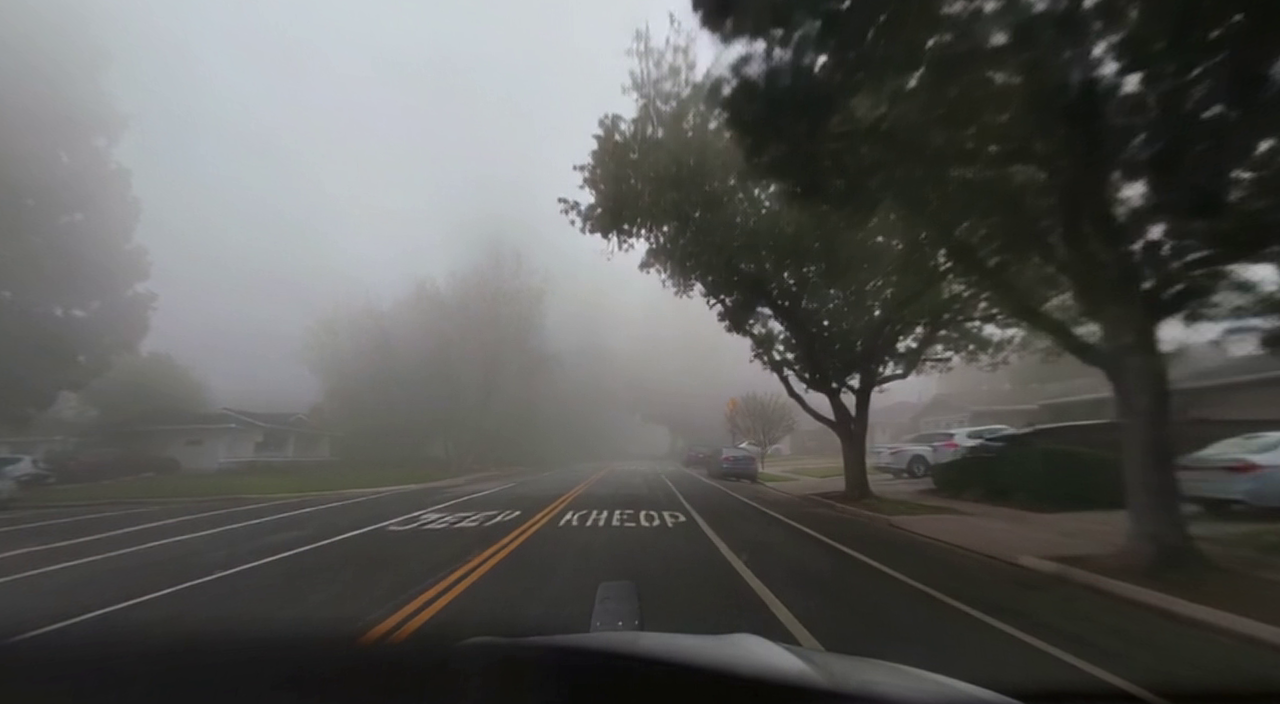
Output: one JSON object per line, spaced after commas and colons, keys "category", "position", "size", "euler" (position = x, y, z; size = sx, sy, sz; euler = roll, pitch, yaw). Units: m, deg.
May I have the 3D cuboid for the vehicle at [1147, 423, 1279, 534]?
{"category": "vehicle", "position": [11.070, 1.845, 9.967], "size": [4.493, 1.493, 1.926], "euler": [-3, -9, -3]}

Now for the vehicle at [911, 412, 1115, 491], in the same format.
{"category": "vehicle", "position": [10.935, 2.942, 18.850], "size": [4.459, 1.696, 2.361], "euler": [-6, -8, -1]}

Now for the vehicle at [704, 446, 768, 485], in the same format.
{"category": "vehicle", "position": [3.906, 4.697, 26.421], "size": [1.940, 1.470, 4.101], "euler": [0, -9, -1]}

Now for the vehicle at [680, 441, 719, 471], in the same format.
{"category": "vehicle", "position": [3.852, 6.789, 41.393], "size": [2.032, 1.792, 4.849], "euler": [0, -9, -1]}

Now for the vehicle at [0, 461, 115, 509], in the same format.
{"category": "vehicle", "position": [-21.567, 4.535, 21.783], "size": [5.074, 1.511, 1.978], "euler": [0, -9, 0]}
